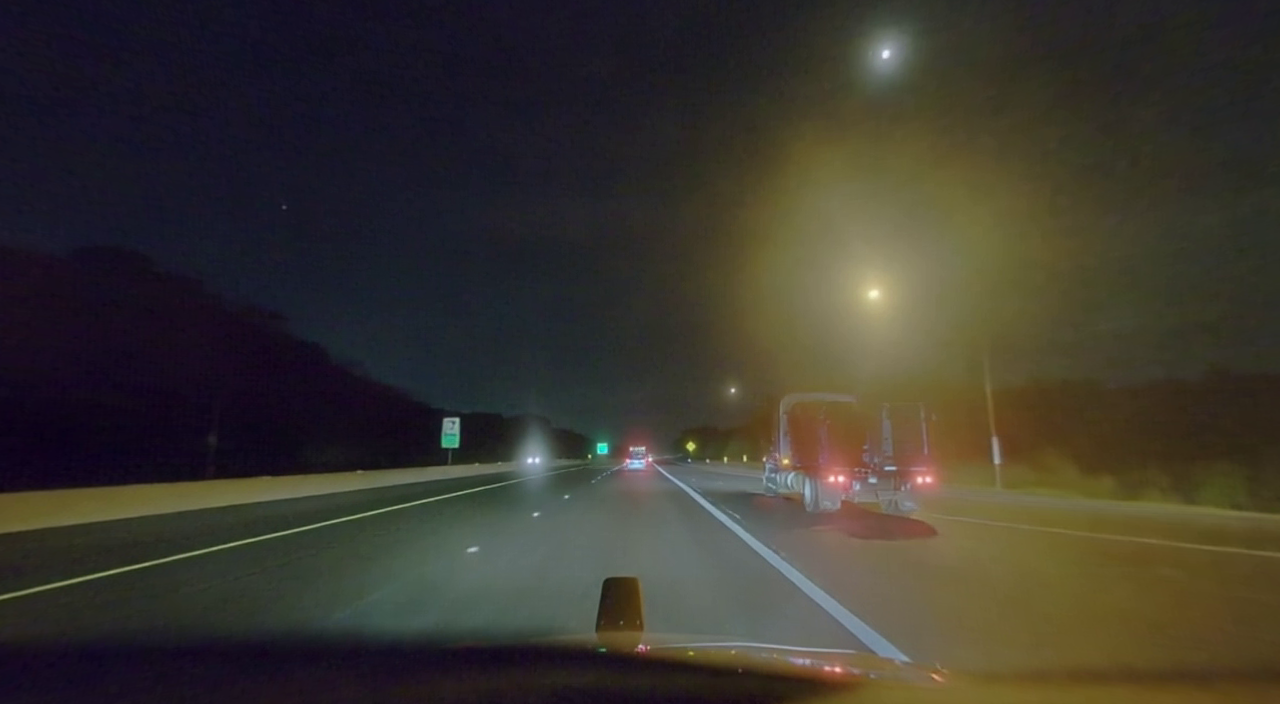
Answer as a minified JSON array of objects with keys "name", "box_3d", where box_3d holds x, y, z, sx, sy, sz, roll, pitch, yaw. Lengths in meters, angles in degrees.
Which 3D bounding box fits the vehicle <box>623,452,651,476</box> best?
[{"name":"vehicle","box_3d":[-0.146,6.948,39.356,1.695,1.437,3.506,0,-9,1]}]
